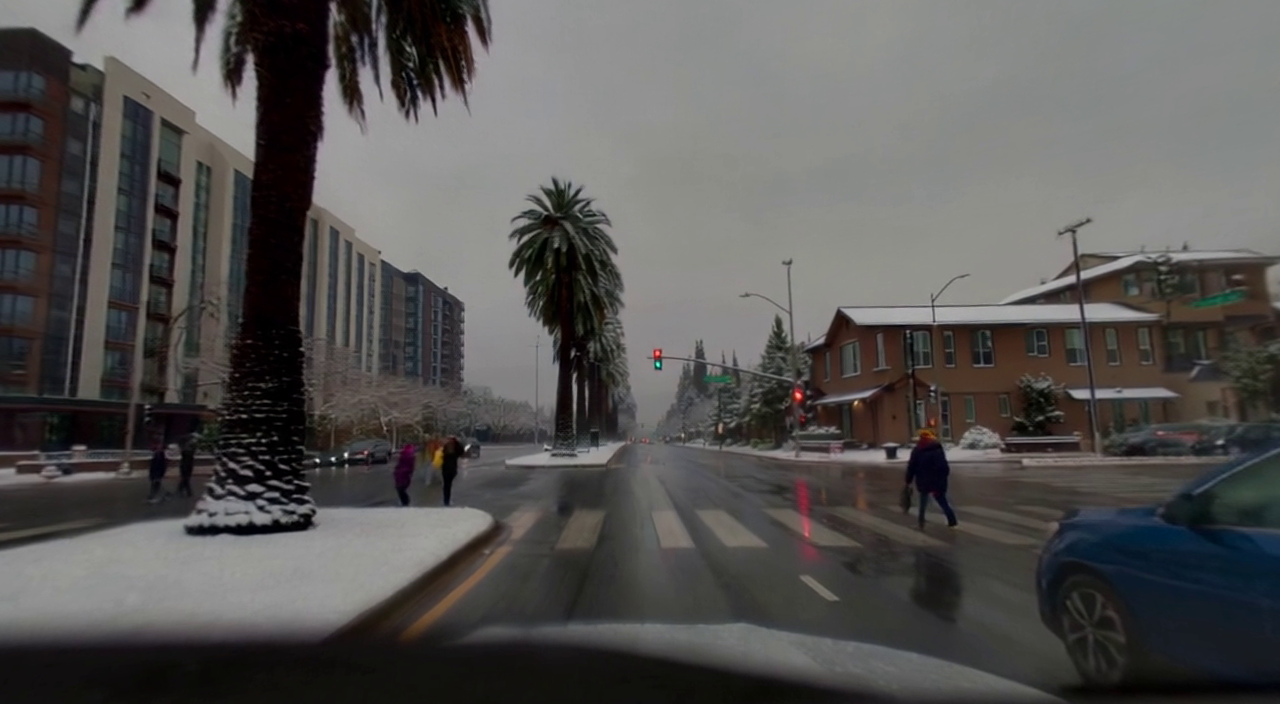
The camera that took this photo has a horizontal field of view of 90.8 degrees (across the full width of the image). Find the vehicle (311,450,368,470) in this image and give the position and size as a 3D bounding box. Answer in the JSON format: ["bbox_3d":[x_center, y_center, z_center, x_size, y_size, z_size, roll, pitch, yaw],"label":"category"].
[{"bbox_3d":[-23.646,8.486,49.922,1.955,1.480,5.163,0,-9,1],"label":"vehicle"}]

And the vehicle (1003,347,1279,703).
[{"bbox_3d":[3.332,0.732,1.807,2.060,1.631,4.169,0,-8,0],"label":"vehicle"}]
